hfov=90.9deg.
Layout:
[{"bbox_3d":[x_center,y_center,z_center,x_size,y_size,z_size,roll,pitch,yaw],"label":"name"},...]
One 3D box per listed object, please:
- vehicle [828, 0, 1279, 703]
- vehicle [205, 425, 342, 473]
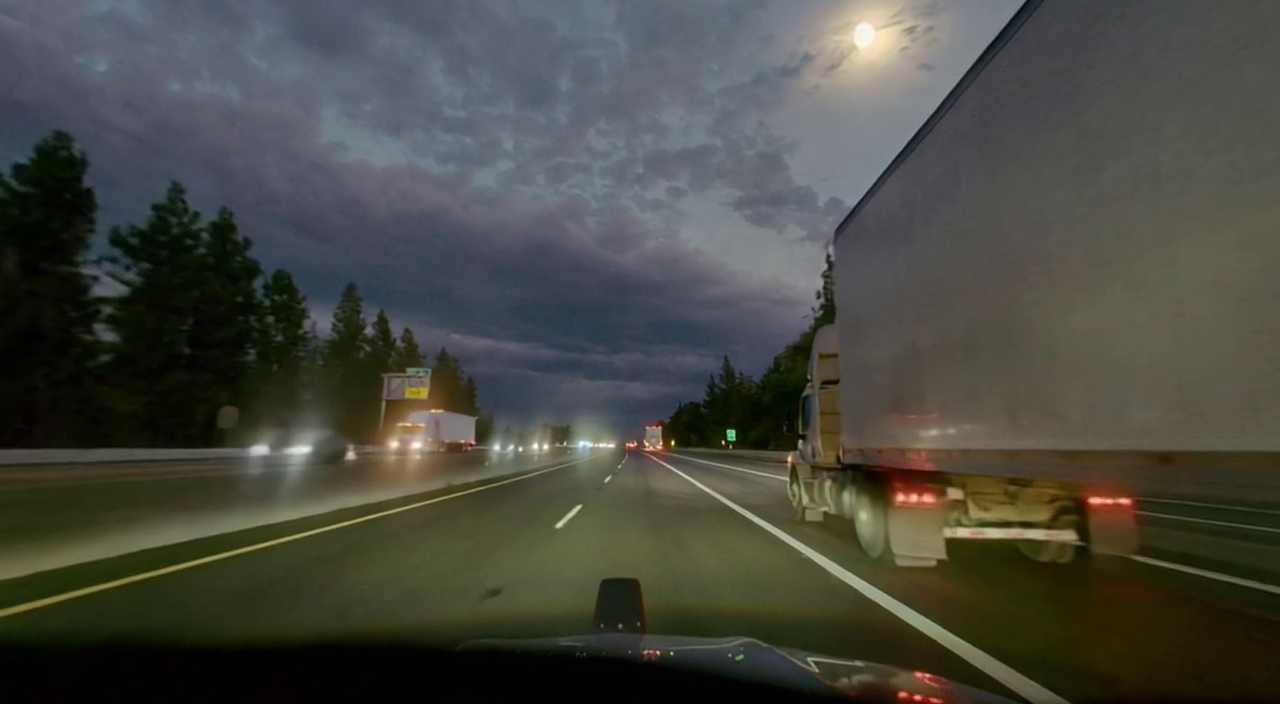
[{"bbox_3d":[4.385,-0.594,1.940,3.323,4.262,14.056,0,-9,0],"label":"vehicle"},{"bbox_3d":[-12.642,3.410,22.162,2.118,1.510,4.472,0,-9,1],"label":"vehicle"}]
